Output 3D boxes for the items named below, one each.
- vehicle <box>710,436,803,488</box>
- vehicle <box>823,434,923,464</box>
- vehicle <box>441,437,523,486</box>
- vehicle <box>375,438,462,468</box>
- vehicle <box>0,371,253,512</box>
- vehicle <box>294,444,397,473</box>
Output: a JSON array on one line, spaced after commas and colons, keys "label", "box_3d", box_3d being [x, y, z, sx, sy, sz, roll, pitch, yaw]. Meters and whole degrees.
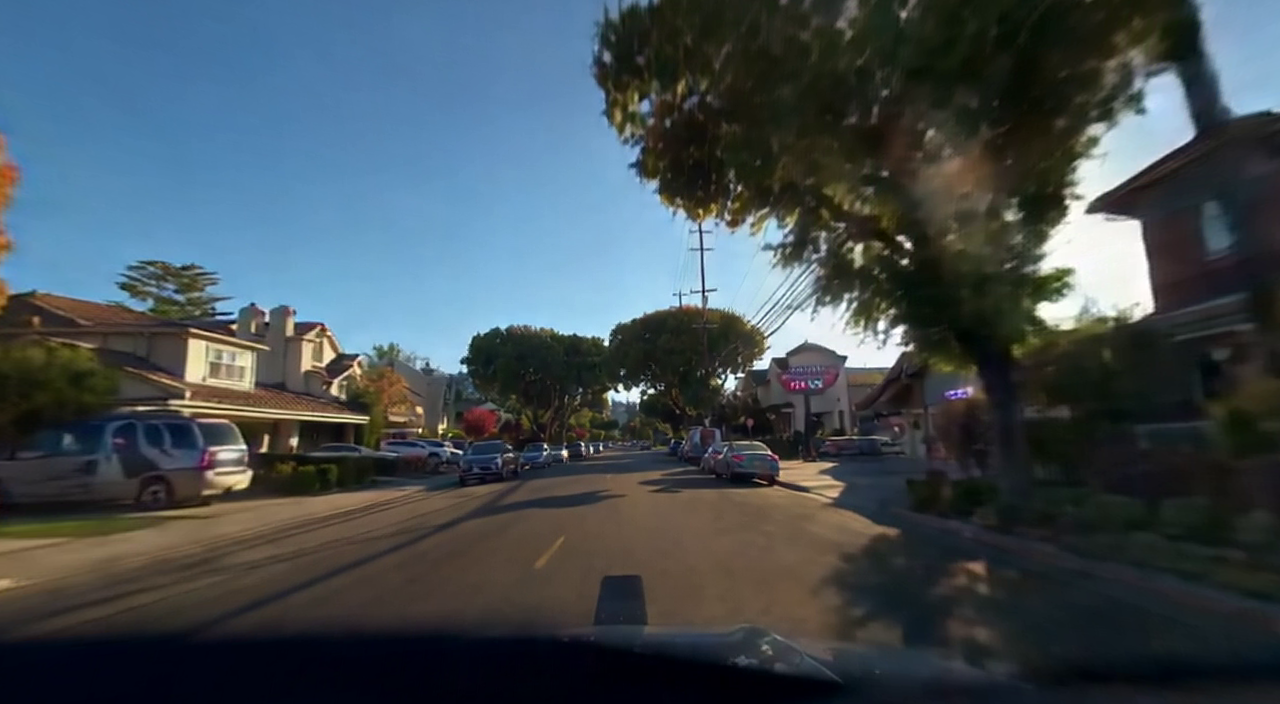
[{"label": "vehicle", "box_3d": [3.741, 3.622, 21.159, 2.112, 1.528, 4.944, 0, -8, -1]}, {"label": "vehicle", "box_3d": [12.526, 5.270, 34.087, 4.606, 1.484, 2.042, 0, -11, 1]}, {"label": "vehicle", "box_3d": [-6.136, 4.287, 25.013, 1.989, 1.693, 4.292, -2, -8, 2]}, {"label": "vehicle", "box_3d": [-13.314, 6.090, 38.074, 4.528, 1.713, 1.947, 0, -8, -1]}, {"label": "vehicle", "box_3d": [-12.566, 2.146, 15.149, 4.773, 3.051, 2.400, -1, -8, -1]}, {"label": "vehicle", "box_3d": [-15.322, 5.545, 32.921, 4.388, 1.466, 2.008, 0, -8, -1]}]
